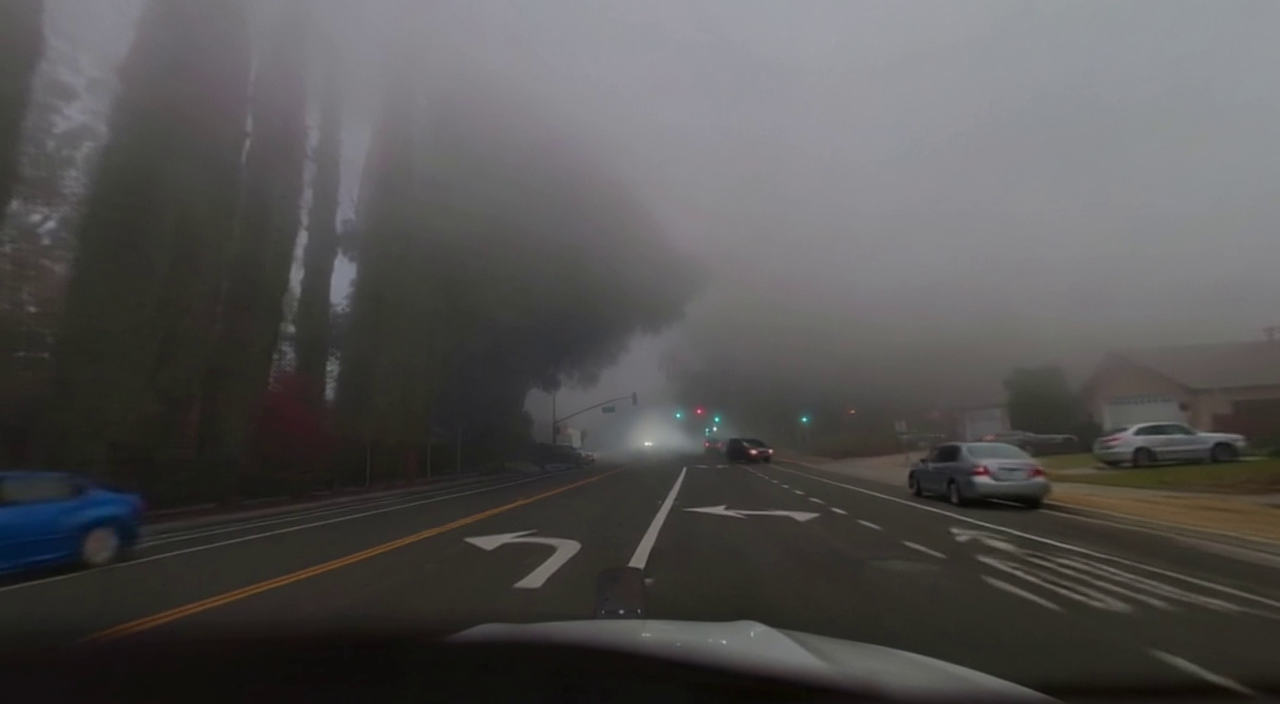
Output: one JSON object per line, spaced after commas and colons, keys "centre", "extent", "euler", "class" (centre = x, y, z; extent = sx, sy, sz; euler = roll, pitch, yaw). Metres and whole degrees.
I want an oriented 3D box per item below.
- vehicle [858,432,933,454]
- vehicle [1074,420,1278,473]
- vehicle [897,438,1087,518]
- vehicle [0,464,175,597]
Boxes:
{"centre": [18.896, 6.751, 46.875], "extent": [4.702, 1.595, 1.986], "euler": [-1, -9, 5], "class": "vehicle"}
{"centre": [15.904, 2.838, 18.988], "extent": [4.164, 1.470, 1.921], "euler": [-1, -9, 7], "class": "vehicle"}
{"centre": [7.412, 2.664, 13.922], "extent": [1.917, 1.440, 4.335], "euler": [0, -9, 4], "class": "vehicle"}
{"centre": [-8.670, 2.136, 7.425], "extent": [2.067, 1.491, 4.807], "euler": [-2, -9, 16], "class": "vehicle"}
